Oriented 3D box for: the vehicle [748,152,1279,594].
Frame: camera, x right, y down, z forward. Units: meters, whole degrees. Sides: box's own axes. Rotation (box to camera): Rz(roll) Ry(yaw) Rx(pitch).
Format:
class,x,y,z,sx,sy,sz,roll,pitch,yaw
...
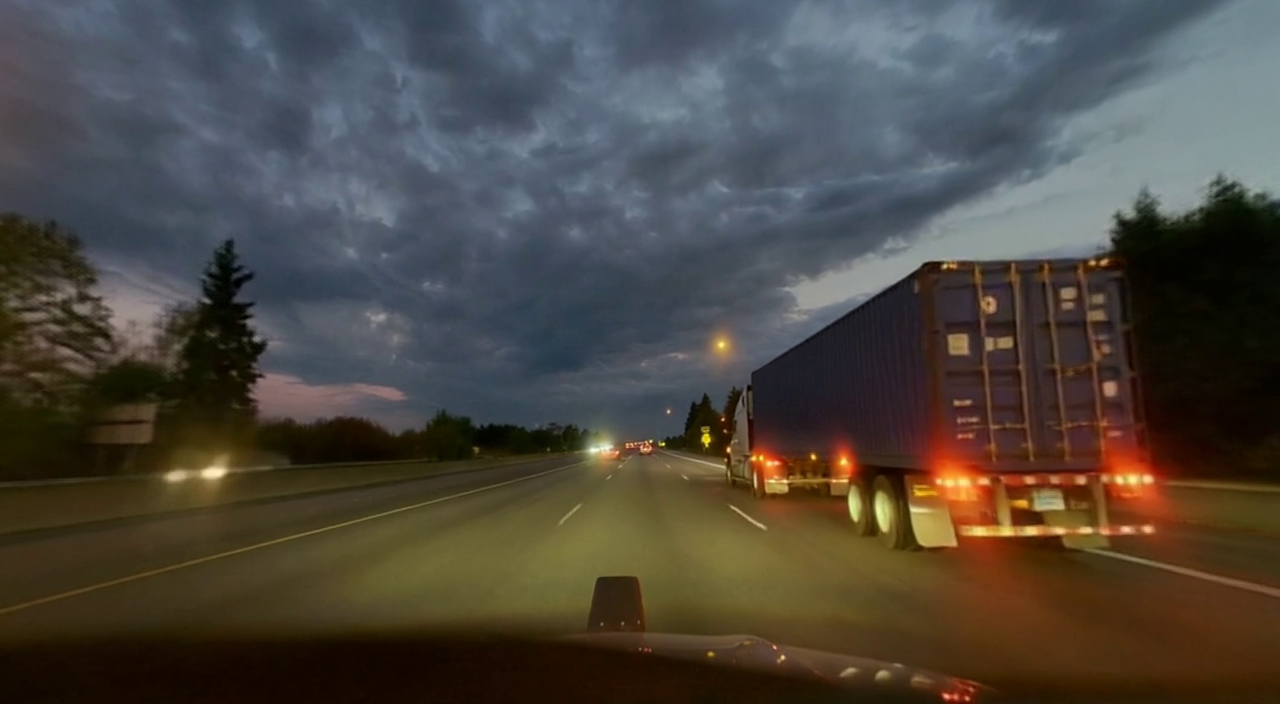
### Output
class,x,y,z,sx,sy,sz,roll,pitch,yaw
vehicle,4.722,1.076,12.112,2.821,4.046,12.876,0,-9,-1
